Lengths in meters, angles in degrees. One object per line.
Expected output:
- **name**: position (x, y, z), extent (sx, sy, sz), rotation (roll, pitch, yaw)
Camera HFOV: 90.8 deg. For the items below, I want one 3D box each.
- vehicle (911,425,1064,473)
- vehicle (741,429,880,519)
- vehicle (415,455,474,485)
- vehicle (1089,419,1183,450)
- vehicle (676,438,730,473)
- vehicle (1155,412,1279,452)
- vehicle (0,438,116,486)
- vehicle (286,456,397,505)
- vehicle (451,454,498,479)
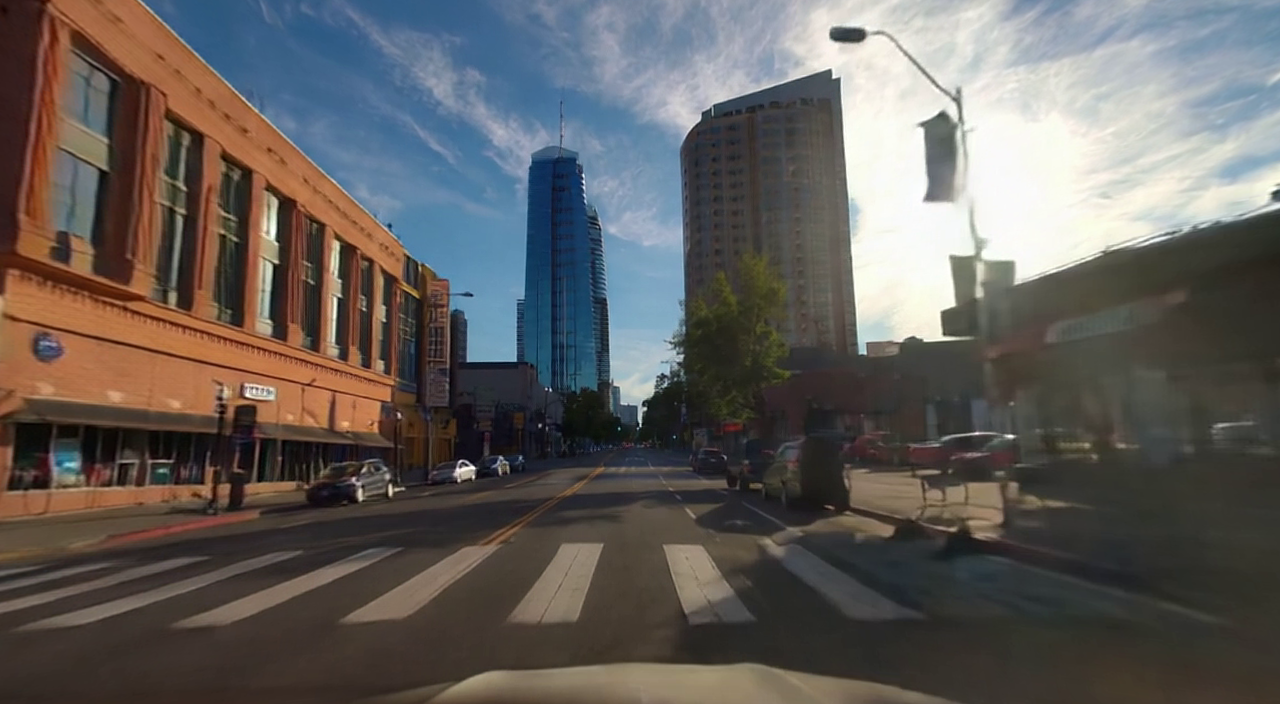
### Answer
- **vehicle**: position (13.568, 3.822, 24.951), extent (4.732, 1.746, 2.141), rotation (-1, -8, 3)
- **vehicle**: position (3.848, 2.837, 15.352), extent (2.118, 1.779, 5.121), rotation (-1, -8, 2)
- **vehicle**: position (-10.865, 6.581, 35.472), extent (1.861, 1.473, 4.633), rotation (0, -8, -1)
- **vehicle**: position (27.048, 4.473, 34.489), extent (3.666, 1.448, 1.639), rotation (-3, -5, 1)
- **vehicle**: position (3.624, 6.097, 37.541), extent (2.492, 1.909, 5.830), rotation (0, -8, -1)
- **vehicle**: position (27.214, 3.750, 29.394), extent (4.579, 1.735, 2.092), rotation (0, -9, 0)
- **vehicle**: position (-22.440, 4.120, 23.977), extent (1.778, 1.639, 4.019), rotation (0, -8, -3)
- **vehicle**: position (-10.918, 4.695, 23.536), extent (2.018, 1.553, 4.407), rotation (0, -8, -1)
- **vehicle**: position (-10.782, 7.476, 41.488), extent (1.803, 1.489, 4.404), rotation (0, -8, 1)
